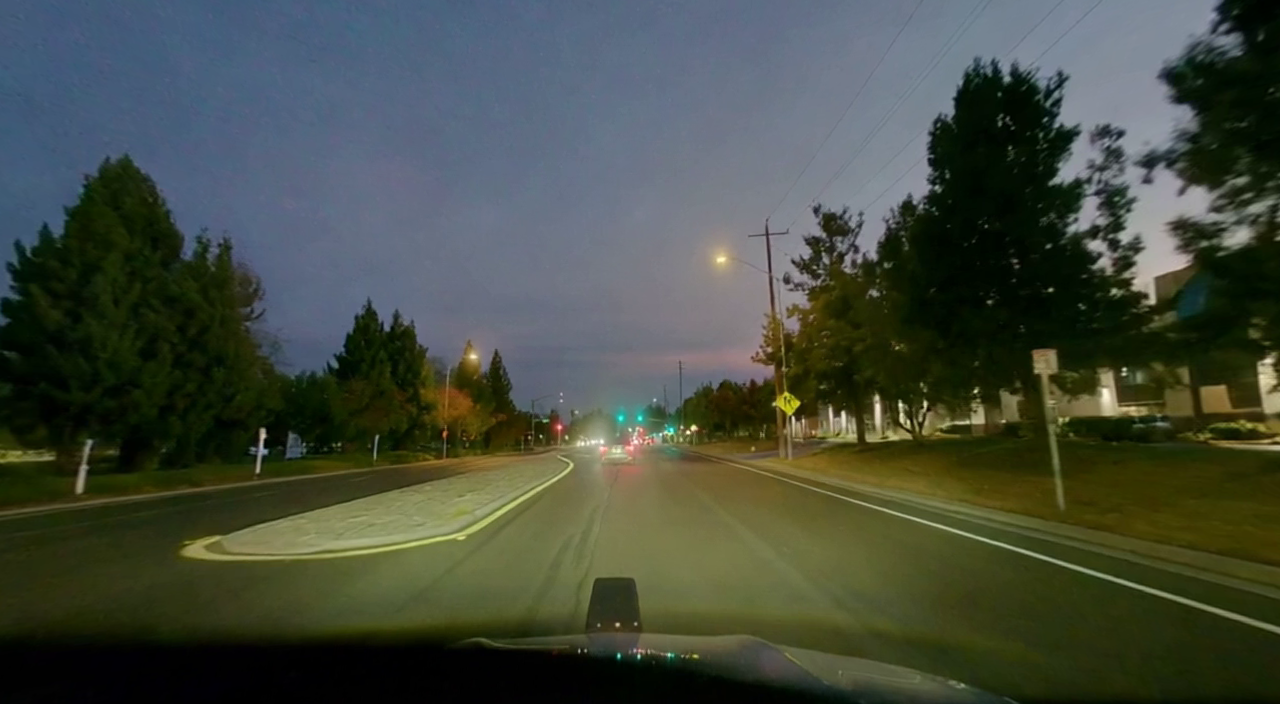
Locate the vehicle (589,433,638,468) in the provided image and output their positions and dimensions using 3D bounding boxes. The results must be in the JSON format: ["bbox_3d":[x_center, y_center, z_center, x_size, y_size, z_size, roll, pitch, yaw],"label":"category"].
[{"bbox_3d":[-1.147,4.421,28.468,2.075,1.470,3.962,0,-8,-1],"label":"vehicle"}]
